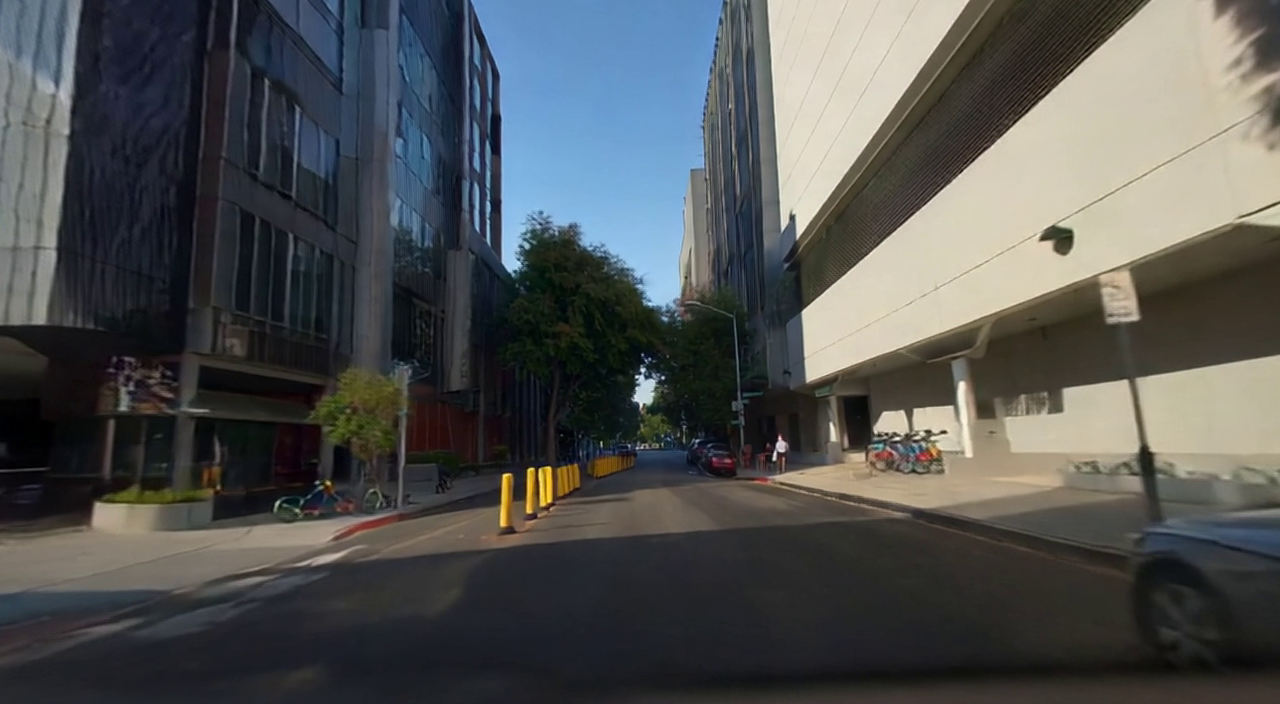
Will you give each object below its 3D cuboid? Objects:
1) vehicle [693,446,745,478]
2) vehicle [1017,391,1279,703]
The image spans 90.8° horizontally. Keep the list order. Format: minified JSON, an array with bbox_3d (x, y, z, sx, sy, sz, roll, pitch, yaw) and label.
[{"bbox_3d":[3.918,5.502,31.967,2.020,1.448,4.220,-1,-8,-1],"label":"vehicle"},{"bbox_3d":[3.439,0.731,1.591,1.963,1.445,4.948,-1,-9,1],"label":"vehicle"}]
